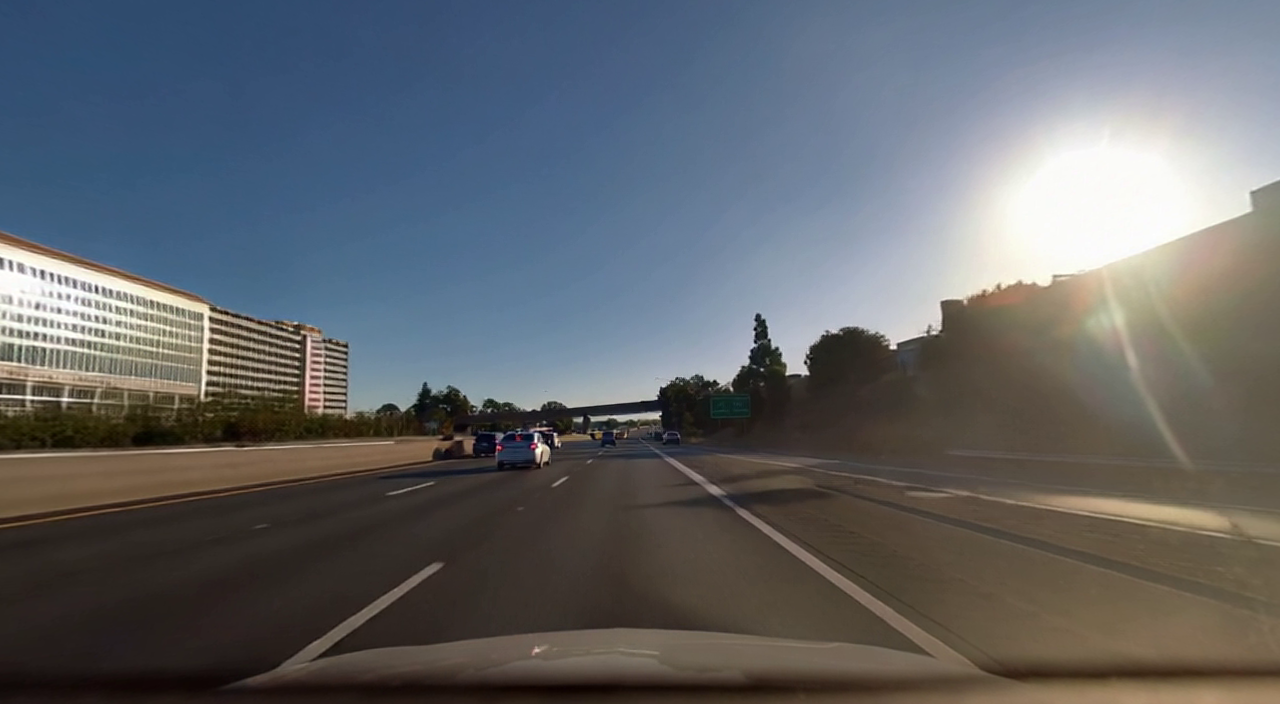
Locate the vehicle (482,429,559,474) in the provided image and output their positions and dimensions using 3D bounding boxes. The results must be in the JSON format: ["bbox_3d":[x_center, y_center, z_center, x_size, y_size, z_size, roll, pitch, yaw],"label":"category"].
[{"bbox_3d":[-4.296,3.648,23.425,1.996,1.490,4.571,0,-8,0],"label":"vehicle"}]
